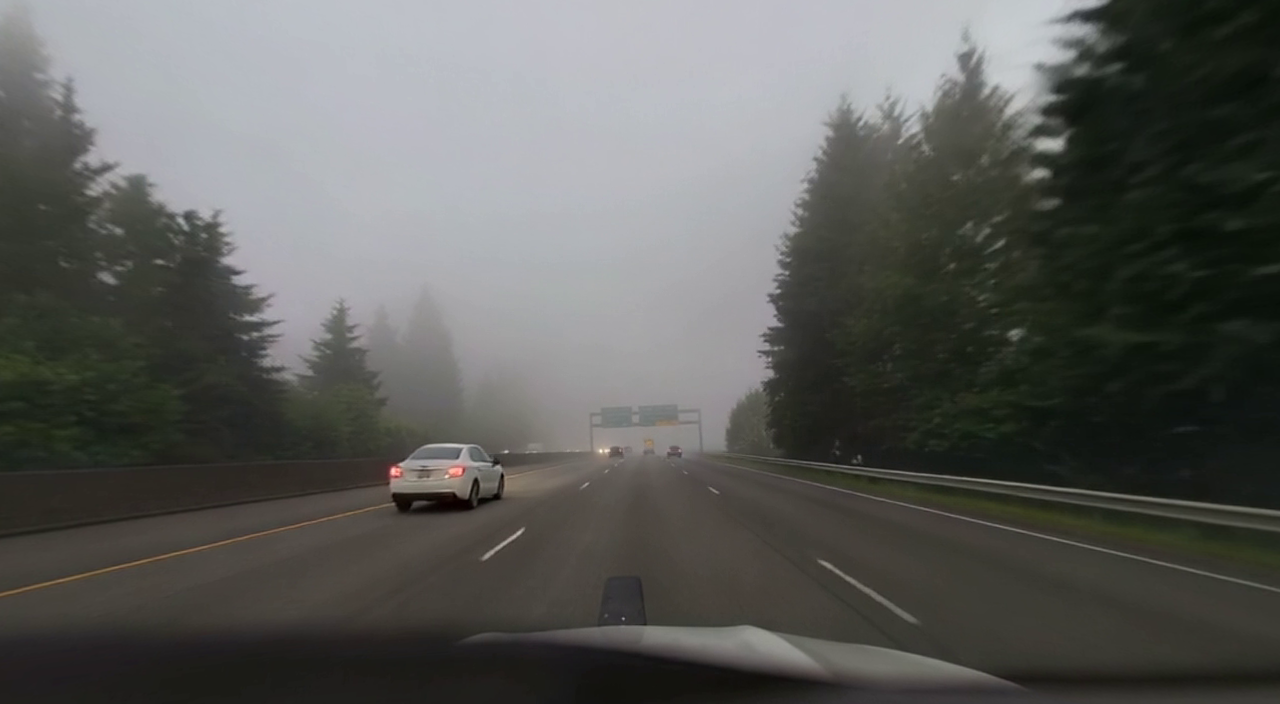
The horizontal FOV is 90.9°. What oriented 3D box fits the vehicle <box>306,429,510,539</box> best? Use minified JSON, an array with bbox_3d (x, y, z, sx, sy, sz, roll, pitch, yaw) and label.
[{"bbox_3d":[-3.732,2.193,11.082,1.936,1.545,4.116,0,-9,1],"label":"vehicle"}]
